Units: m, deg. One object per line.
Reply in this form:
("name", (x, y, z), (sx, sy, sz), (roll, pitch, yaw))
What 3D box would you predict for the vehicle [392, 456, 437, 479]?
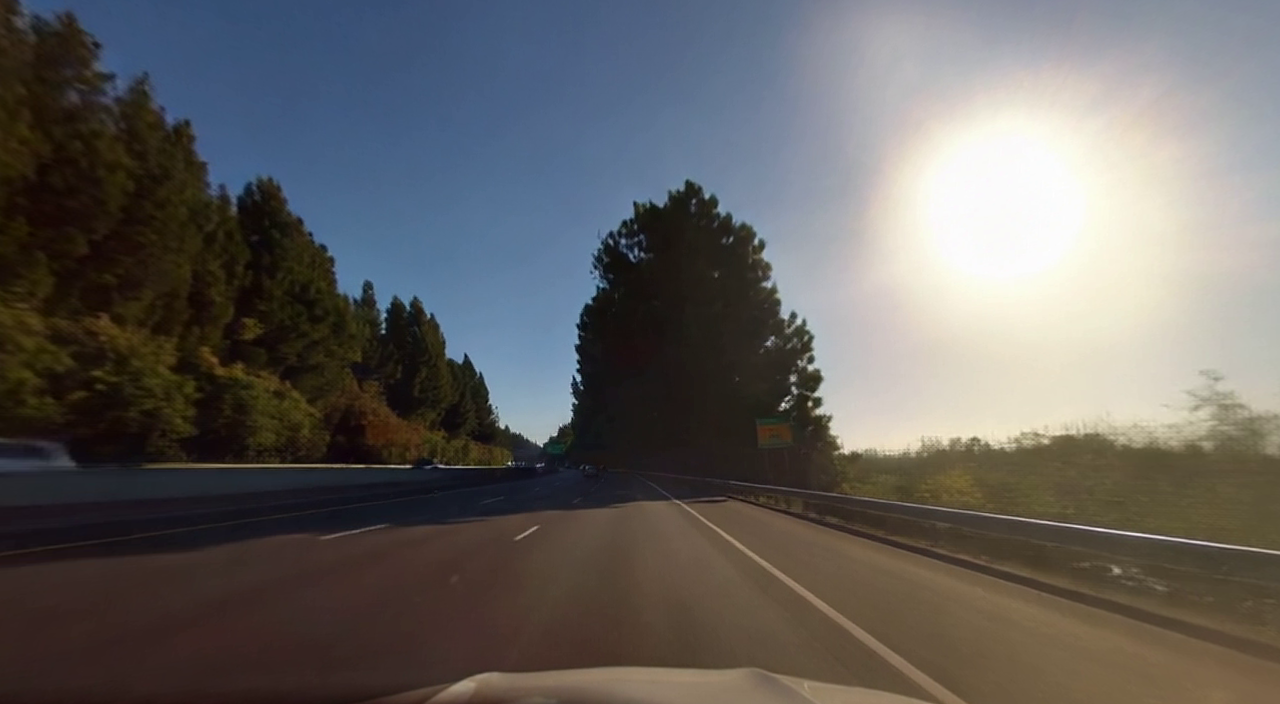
("vehicle", (-17.205, 8.844, 48.207), (1.970, 1.612, 3.987), (1, -11, -1))
